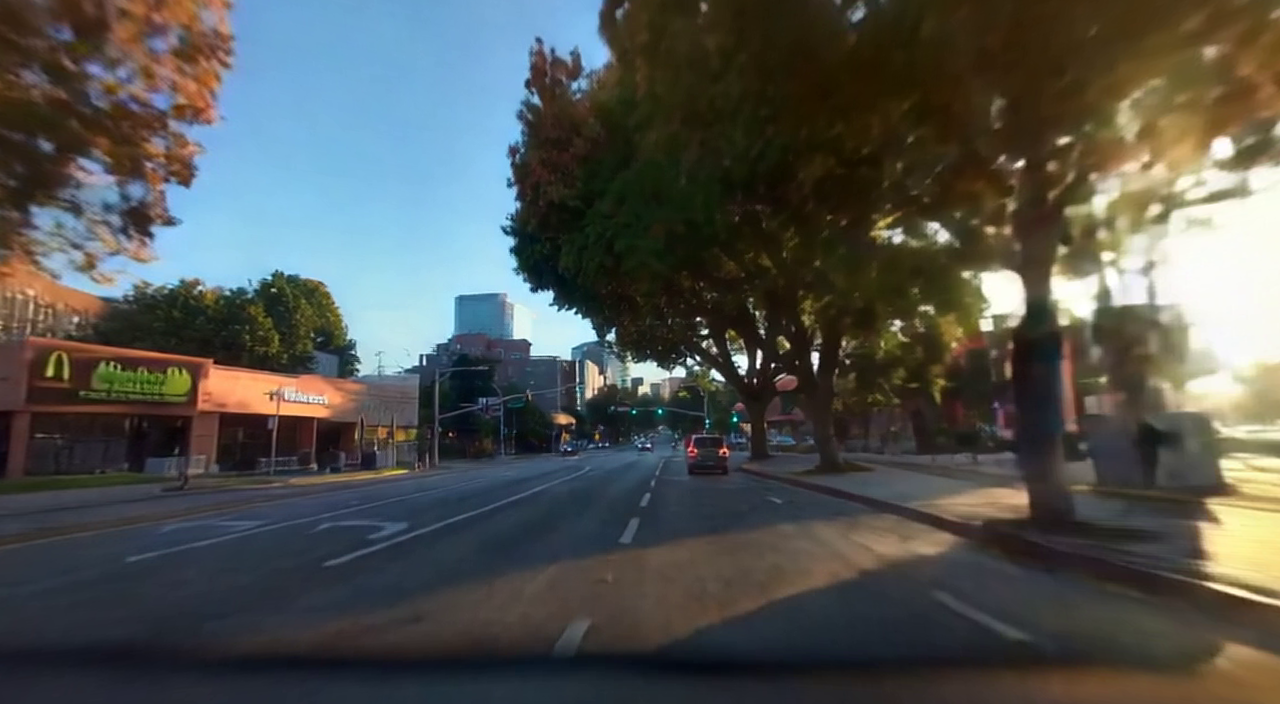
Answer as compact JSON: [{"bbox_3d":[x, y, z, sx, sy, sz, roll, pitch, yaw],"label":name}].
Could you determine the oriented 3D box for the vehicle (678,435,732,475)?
[{"bbox_3d":[2.923,4.746,29.267,2.230,1.683,4.204,-1,-8,3],"label":"vehicle"}]

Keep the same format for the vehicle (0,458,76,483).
[{"bbox_3d":[-38.228,7.386,39.355,4.336,1.452,2.025,-1,-9,3],"label":"vehicle"}]
